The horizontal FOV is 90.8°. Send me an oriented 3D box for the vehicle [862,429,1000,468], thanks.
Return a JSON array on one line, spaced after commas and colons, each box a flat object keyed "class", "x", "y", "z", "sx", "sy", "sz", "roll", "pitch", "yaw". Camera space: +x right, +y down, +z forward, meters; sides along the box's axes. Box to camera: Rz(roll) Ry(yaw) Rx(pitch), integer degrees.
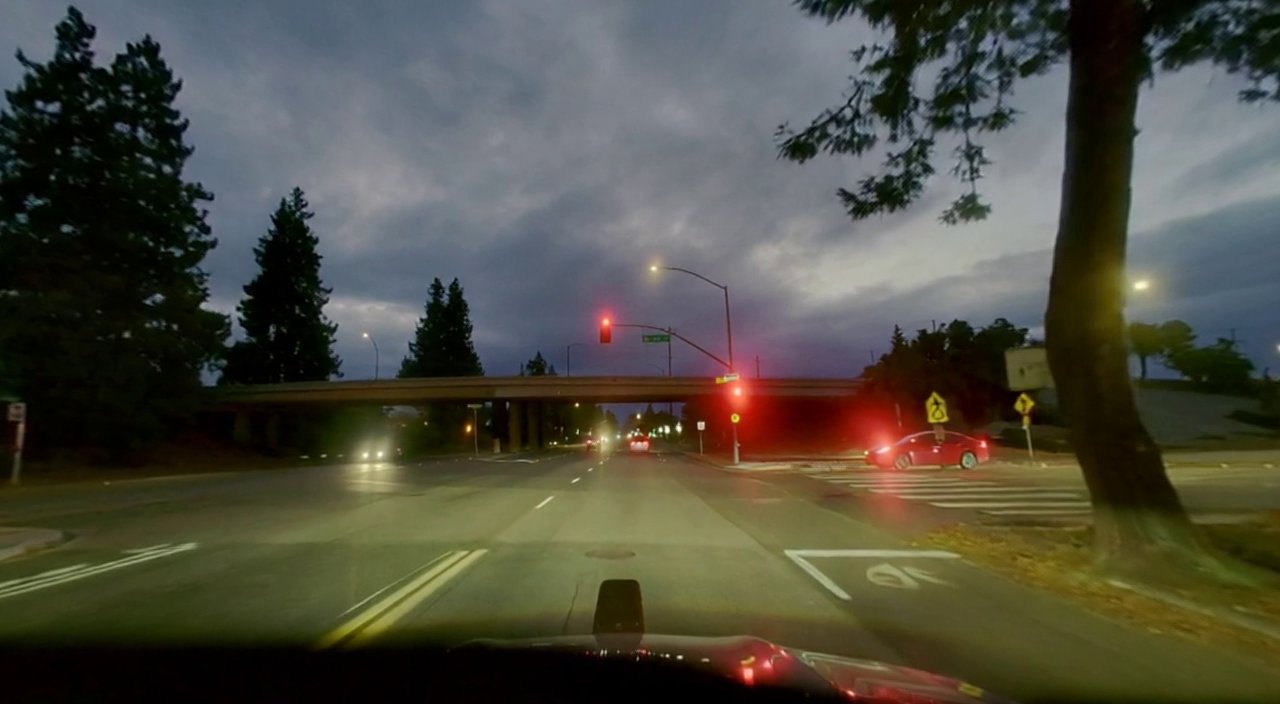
[{"class": "vehicle", "x": 11.649, "y": 3.884, "z": 25.459, "sx": 4.691, "sy": 1.466, "sz": 1.800, "roll": 1, "pitch": -8, "yaw": -7}]
